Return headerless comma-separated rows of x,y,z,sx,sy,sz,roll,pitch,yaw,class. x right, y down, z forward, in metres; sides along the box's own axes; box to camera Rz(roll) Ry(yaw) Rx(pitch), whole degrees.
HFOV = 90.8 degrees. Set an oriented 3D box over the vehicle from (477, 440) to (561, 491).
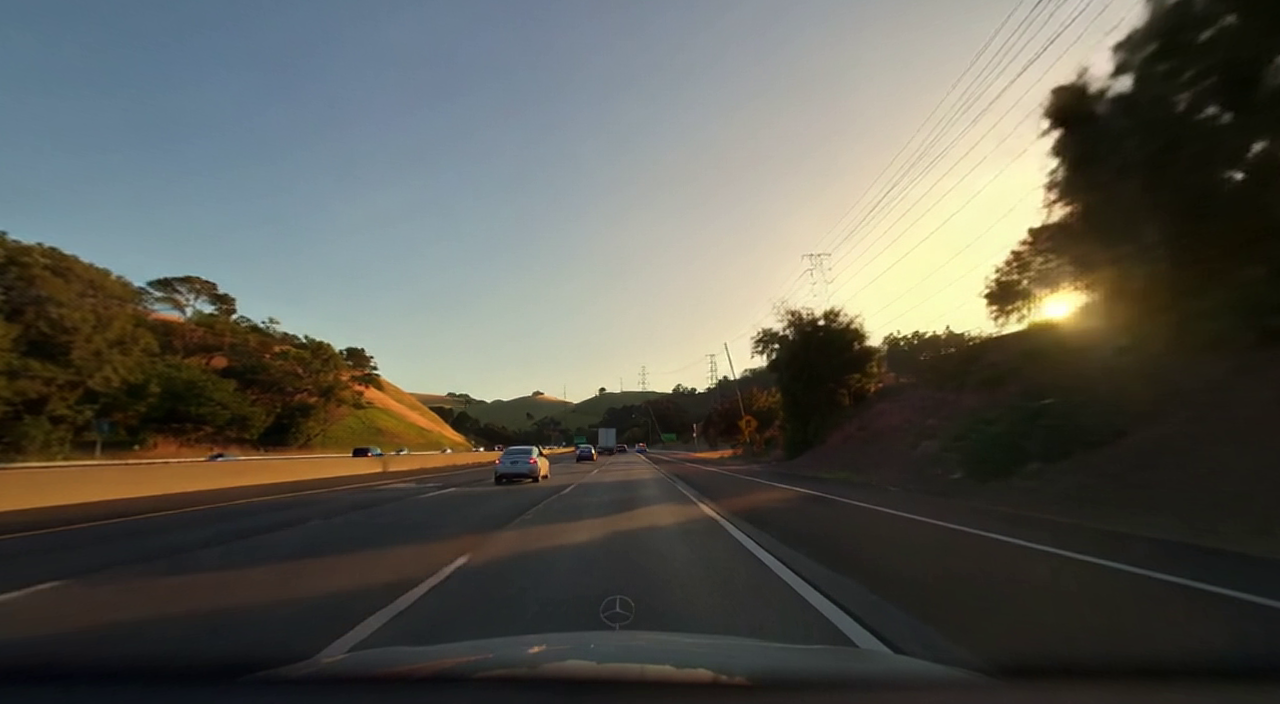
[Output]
-3.978,3.816,21.560,1.963,1.533,4.477,0,-9,0,vehicle
